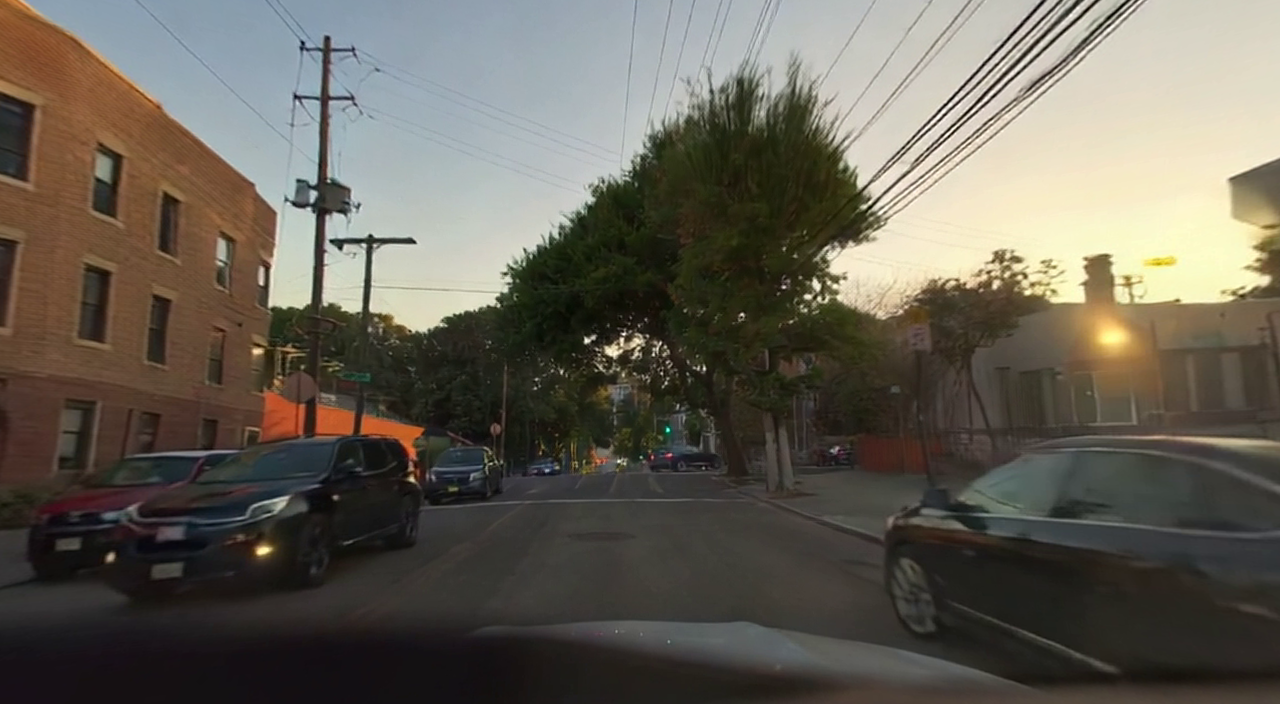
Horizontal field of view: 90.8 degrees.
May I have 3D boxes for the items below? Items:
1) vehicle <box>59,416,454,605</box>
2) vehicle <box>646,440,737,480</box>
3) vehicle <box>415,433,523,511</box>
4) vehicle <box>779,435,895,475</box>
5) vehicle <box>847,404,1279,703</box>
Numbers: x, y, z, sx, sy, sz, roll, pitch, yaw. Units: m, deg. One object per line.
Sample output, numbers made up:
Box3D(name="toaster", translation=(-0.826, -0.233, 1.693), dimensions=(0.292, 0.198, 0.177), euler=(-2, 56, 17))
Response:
Box3D(name="vehicle", translation=(-4.510, 1.902, 8.665), dimensions=(2.236, 1.834, 4.743), euler=(-1, -8, 3))
Box3D(name="vehicle", translation=(2.453, 5.019, 29.666), dimensions=(3.994, 1.736, 2.059), euler=(7, -11, -42))
Box3D(name="vehicle", translation=(-4.507, 3.201, 17.419), dimensions=(1.918, 1.823, 4.536), euler=(0, -8, -3))
Box3D(name="vehicle", translation=(9.850, 5.212, 32.040), dimensions=(5.167, 1.895, 2.140), euler=(-1, -8, 3))
Box3D(name="vehicle", translation=(2.724, 1.073, 2.927), dimensions=(1.913, 1.509, 4.436), euler=(0, -8, -2))
